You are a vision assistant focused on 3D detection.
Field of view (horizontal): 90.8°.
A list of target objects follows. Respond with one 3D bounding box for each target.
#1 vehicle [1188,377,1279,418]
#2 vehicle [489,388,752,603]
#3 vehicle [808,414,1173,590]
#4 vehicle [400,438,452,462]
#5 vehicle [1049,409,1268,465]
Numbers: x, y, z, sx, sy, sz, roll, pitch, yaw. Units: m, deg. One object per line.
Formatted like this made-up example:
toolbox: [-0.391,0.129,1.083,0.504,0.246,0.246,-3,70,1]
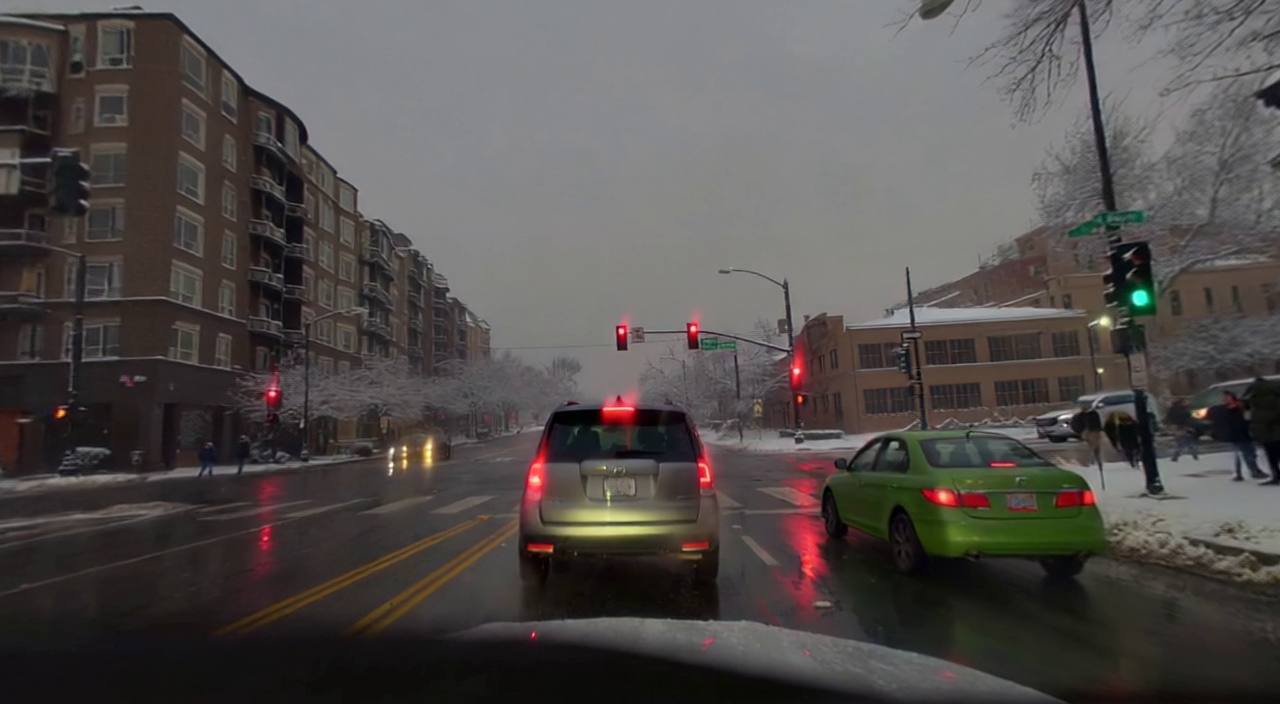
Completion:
vehicle: [26.562,1.981,27.164,4.287,1.639,1.729,0,-8,1]
vehicle: [-0.150,1.493,7.371,2.168,1.776,4.135,0,-8,0]
vehicle: [3.695,1.660,7.889,1.987,1.538,4.510,0,-8,0]
vehicle: [-16.033,7.352,47.606,2.132,1.710,4.504,0,-8,2]
vehicle: [14.267,2.380,17.609,4.354,1.466,1.863,0,-8,2]
